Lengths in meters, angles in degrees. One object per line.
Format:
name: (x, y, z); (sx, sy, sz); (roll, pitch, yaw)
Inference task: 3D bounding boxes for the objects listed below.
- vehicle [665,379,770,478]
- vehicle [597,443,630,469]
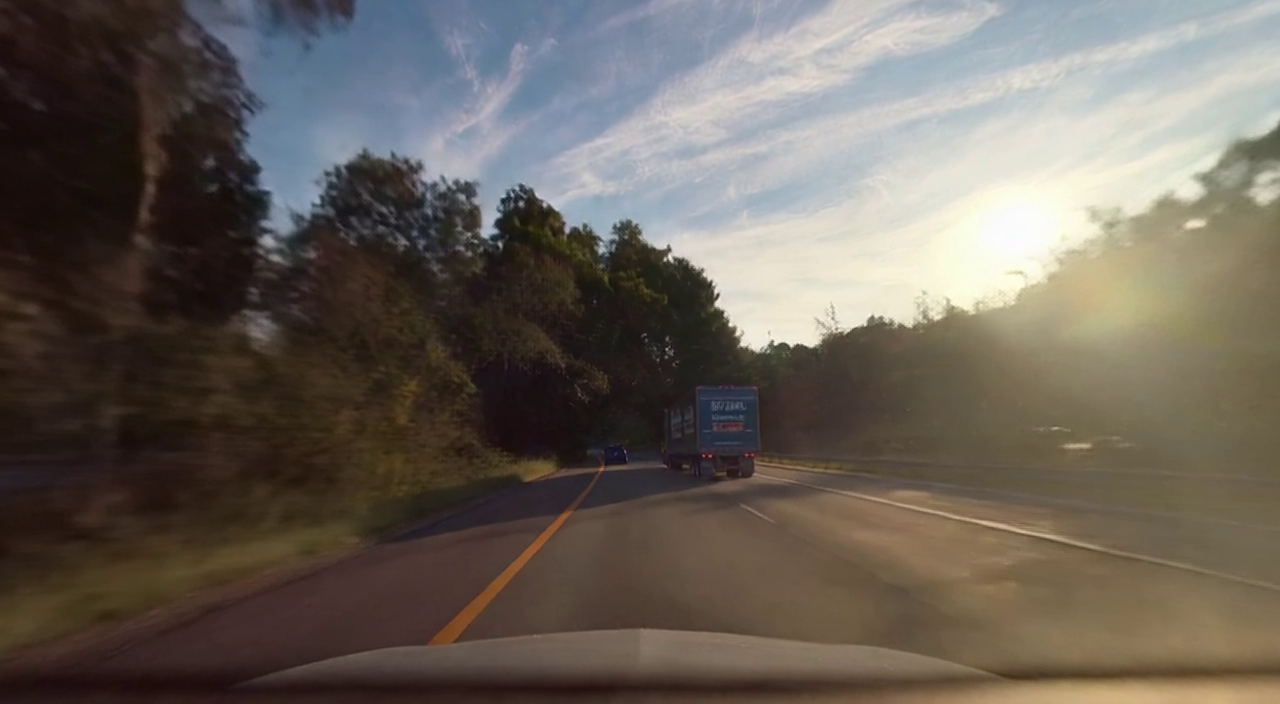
vehicle: (3.428, 4.165, 32.797); (2.951, 4.012, 14.203); (0, -9, -3)
vehicle: (-1.589, 6.292, 38.124); (1.913, 1.460, 3.610); (0, -9, -2)
